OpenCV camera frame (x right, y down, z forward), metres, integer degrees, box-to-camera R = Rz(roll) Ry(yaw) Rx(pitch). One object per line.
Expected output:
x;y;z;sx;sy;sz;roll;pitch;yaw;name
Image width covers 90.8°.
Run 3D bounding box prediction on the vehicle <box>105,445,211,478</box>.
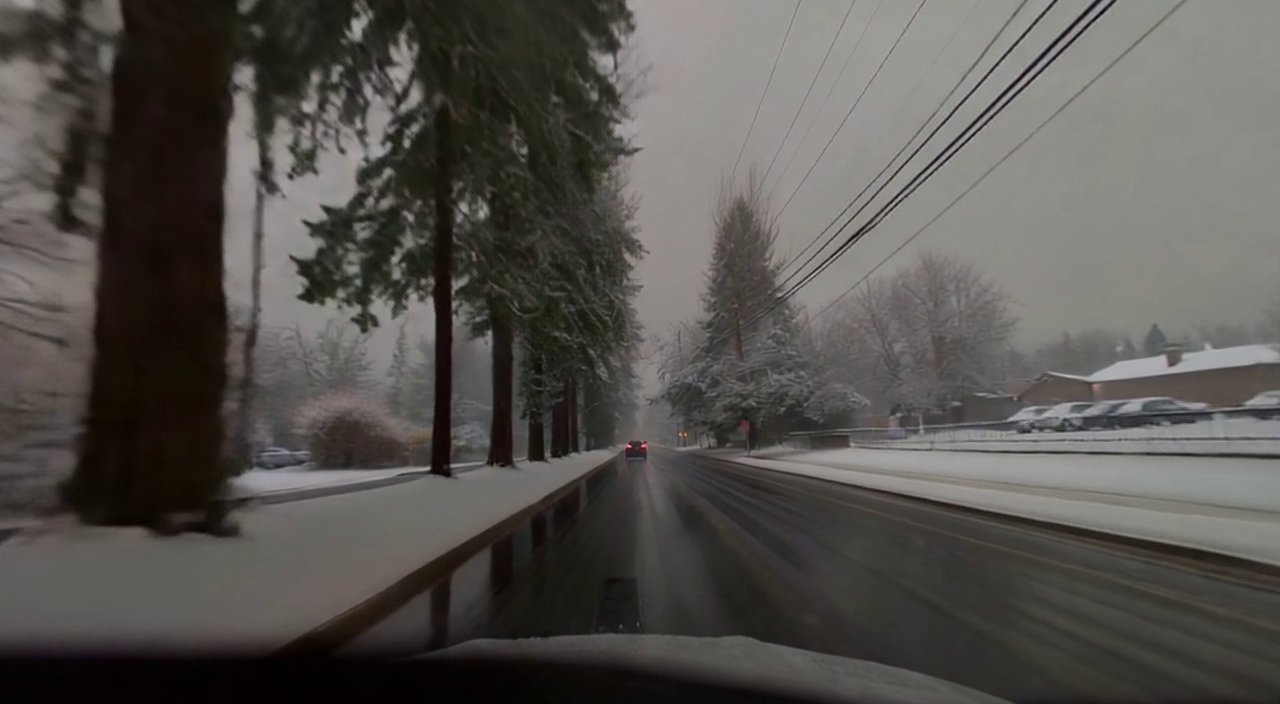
-33.789;7.693;44.390;5.614;1.886;2.254;-3;-8;0;vehicle
